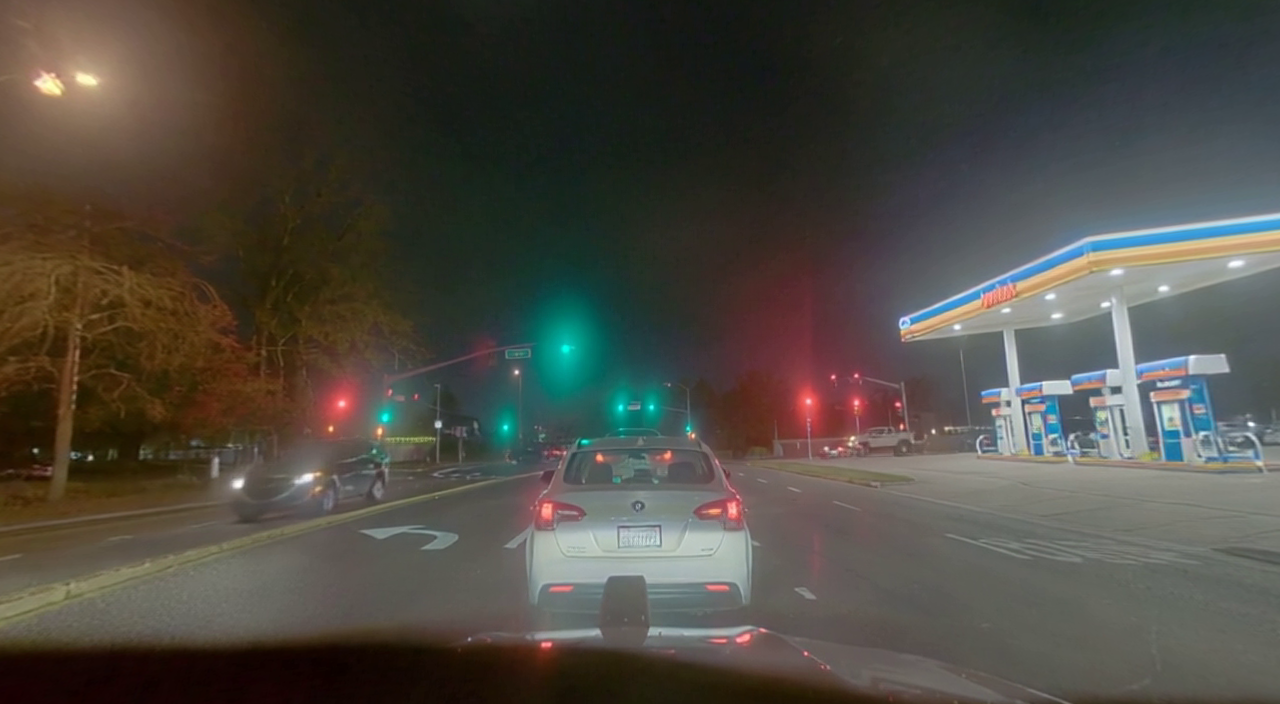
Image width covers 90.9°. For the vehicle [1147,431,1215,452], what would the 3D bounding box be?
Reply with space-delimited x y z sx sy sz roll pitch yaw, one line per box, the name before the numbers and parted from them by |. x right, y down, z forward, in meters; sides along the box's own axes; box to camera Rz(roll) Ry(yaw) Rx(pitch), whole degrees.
vehicle | 40.936 6.764 47.706 3.573 1.432 1.604 -3 -8 1

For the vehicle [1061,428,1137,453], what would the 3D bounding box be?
vehicle | 34.787 6.707 47.837 4.294 1.557 1.744 -4 -7 1

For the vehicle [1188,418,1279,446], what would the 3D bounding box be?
vehicle | 36.315 4.914 38.457 1.848 1.581 4.475 -1 -8 3

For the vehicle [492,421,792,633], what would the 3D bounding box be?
vehicle | -0.002 1.545 6.560 2.112 1.482 4.057 0 -8 0

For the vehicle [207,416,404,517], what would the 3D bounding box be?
vehicle | -8.008 2.781 15.905 2.378 2.084 5.225 0 -8 -4

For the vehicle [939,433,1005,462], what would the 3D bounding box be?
vehicle | 18.380 5.287 34.848 2.053 1.495 4.091 -8 -12 44
